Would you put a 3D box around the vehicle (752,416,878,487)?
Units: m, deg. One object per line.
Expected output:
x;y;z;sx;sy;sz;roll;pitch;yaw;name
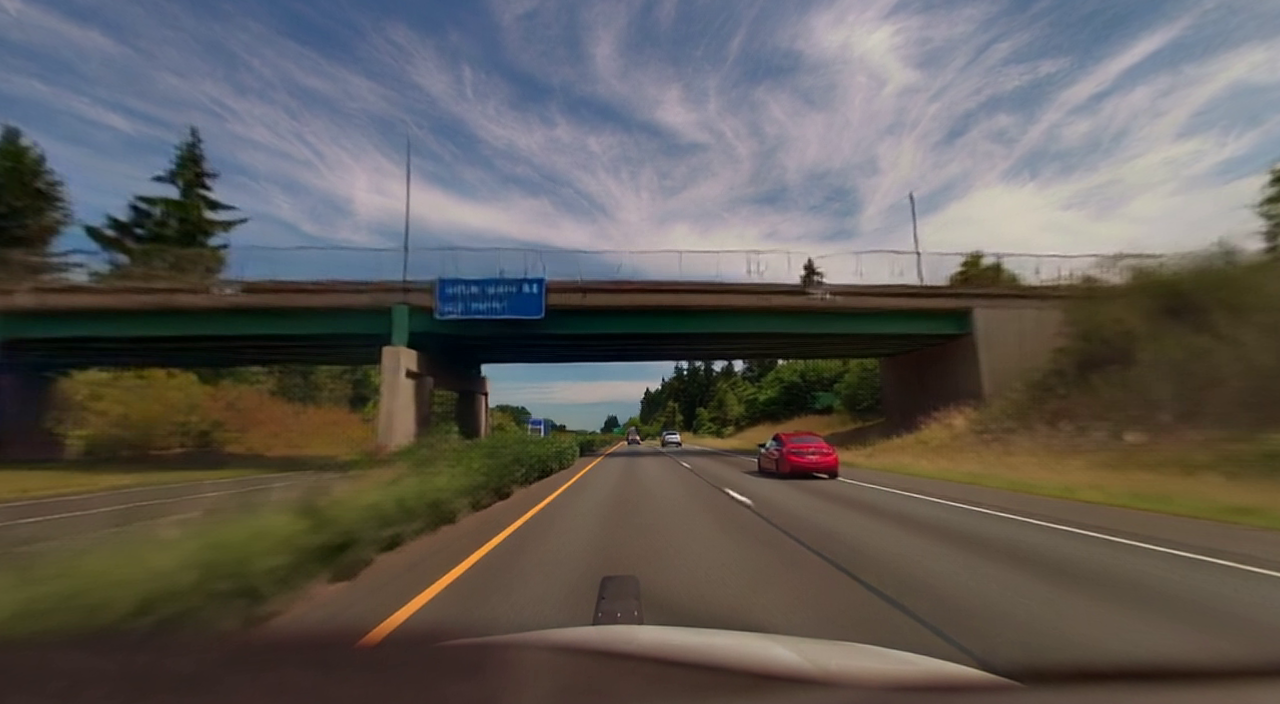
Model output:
4.466;2.611;16.805;2.073;1.651;4.065;0;-8;-2;vehicle
